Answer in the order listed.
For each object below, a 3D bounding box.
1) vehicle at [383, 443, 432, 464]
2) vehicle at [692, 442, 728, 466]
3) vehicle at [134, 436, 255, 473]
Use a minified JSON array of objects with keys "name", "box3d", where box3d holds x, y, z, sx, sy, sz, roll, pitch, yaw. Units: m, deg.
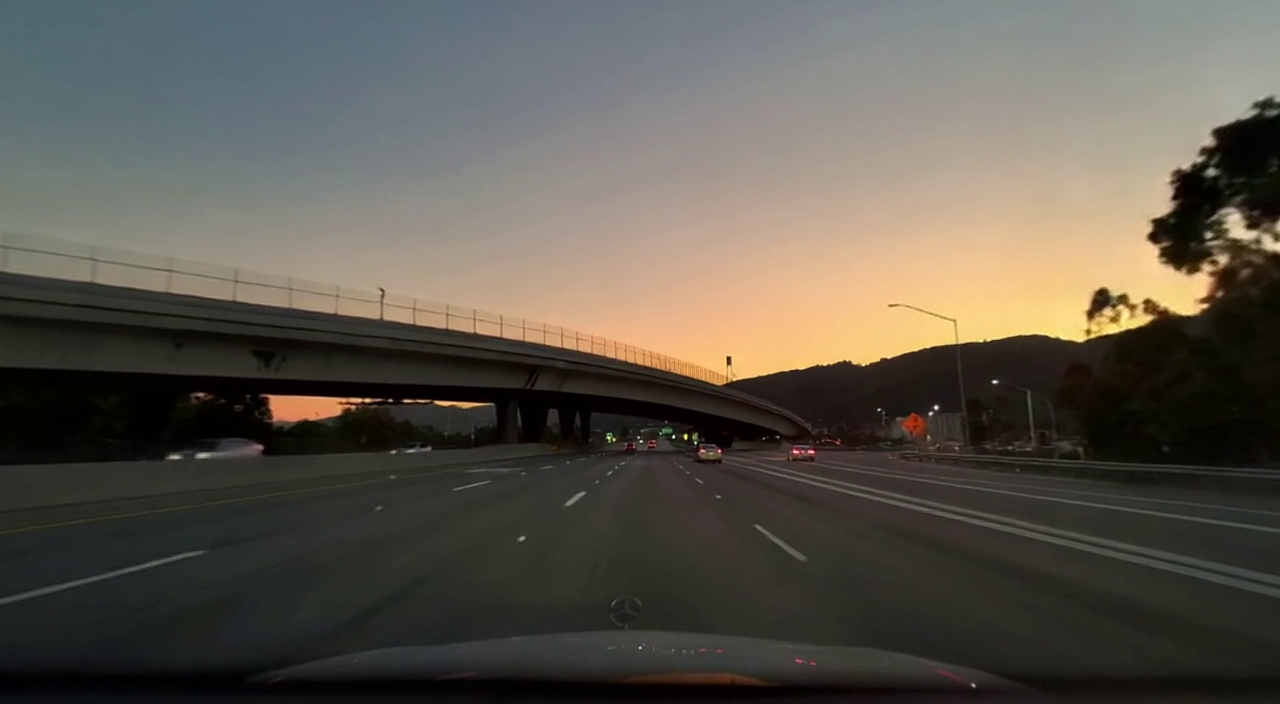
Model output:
[{"name":"vehicle","box3d":[-17.401,7.607,47.469,1.913,1.440,4.374,0,-8,2]},{"name":"vehicle","box3d":[4.547,6.657,41.474,1.912,1.478,4.125,0,-8,0]},{"name":"vehicle","box3d":[-21.426,4.950,30.663,2.023,1.607,5.149,0,-8,1]}]
